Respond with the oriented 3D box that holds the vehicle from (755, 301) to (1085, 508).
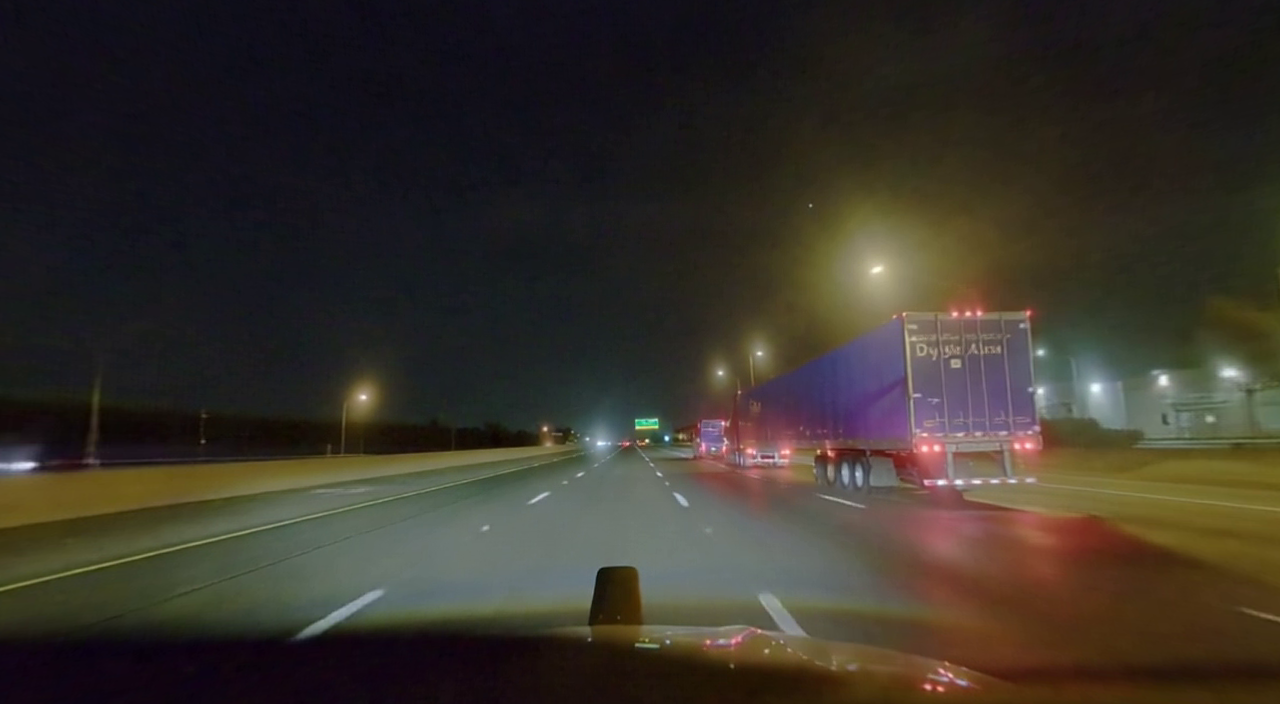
[{"bbox_3d":[6.749,2.128,20.095,2.962,3.947,16.241,0,-8,-1],"label":"vehicle"}]
